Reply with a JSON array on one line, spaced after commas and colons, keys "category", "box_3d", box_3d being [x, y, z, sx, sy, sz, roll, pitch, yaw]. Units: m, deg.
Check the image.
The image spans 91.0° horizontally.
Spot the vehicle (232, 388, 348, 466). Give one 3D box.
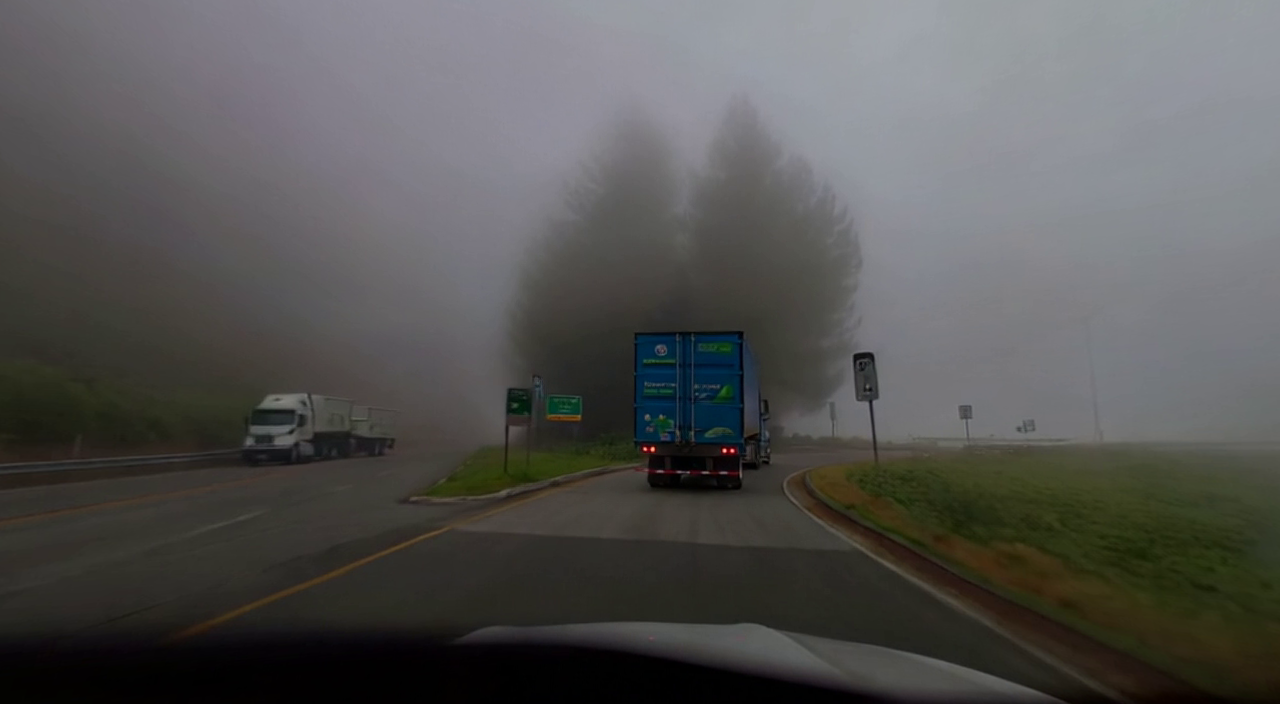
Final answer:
[{"category": "vehicle", "box_3d": [-18.362, 4.040, 33.552, 3.008, 3.708, 6.125, 0, -8, -5]}]

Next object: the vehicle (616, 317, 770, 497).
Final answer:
[{"category": "vehicle", "box_3d": [1.968, 1.746, 17.596, 2.937, 3.647, 9.344, -3, -8, 12]}]
